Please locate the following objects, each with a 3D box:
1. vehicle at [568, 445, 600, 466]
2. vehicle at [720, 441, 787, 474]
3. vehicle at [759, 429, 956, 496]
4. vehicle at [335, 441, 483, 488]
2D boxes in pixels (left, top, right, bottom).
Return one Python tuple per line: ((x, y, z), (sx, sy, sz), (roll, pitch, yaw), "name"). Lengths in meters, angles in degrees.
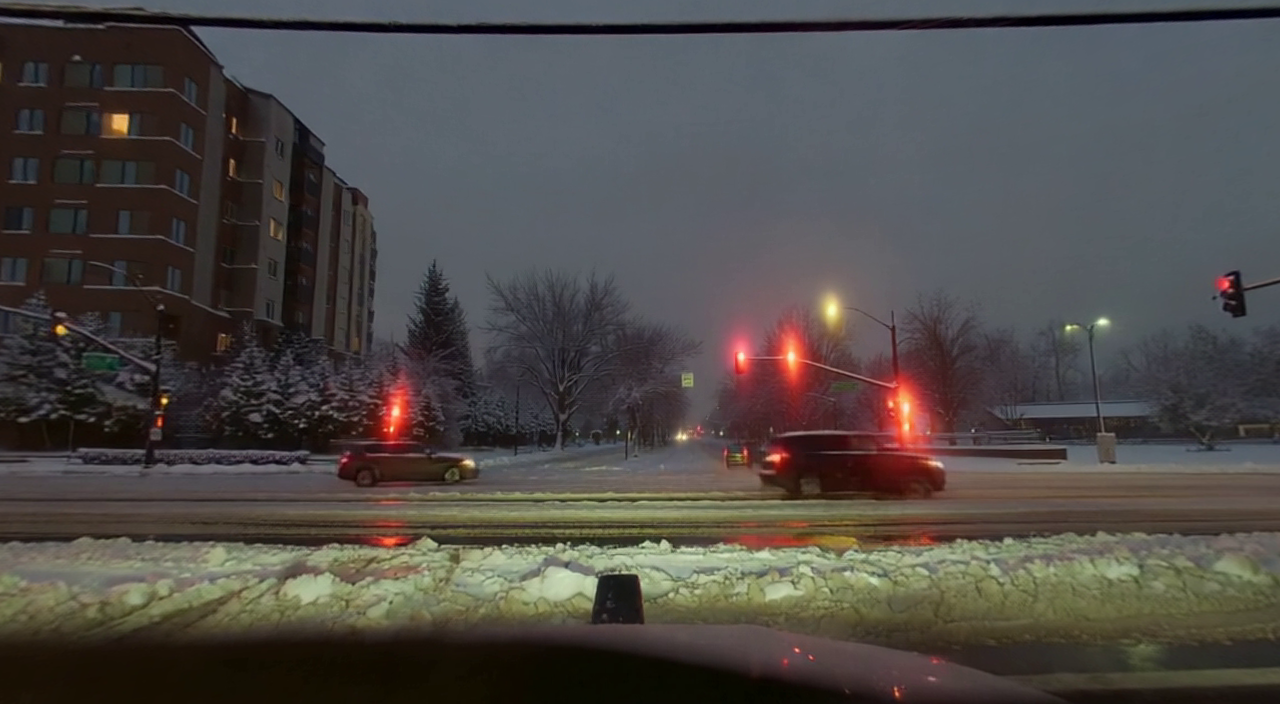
((-4.337, 8.129, 49.765), (2.130, 1.613, 4.121), (0, -8, 0), "vehicle")
((5.912, 5.412, 32.611), (1.955, 1.569, 4.397), (-5, -10, 30), "vehicle")
((6.241, 3.197, 18.518), (4.923, 1.800, 2.153), (1, -8, -6), "vehicle")
((-7.643, 3.759, 21.357), (4.424, 1.454, 2.043), (2, -9, -15), "vehicle")
